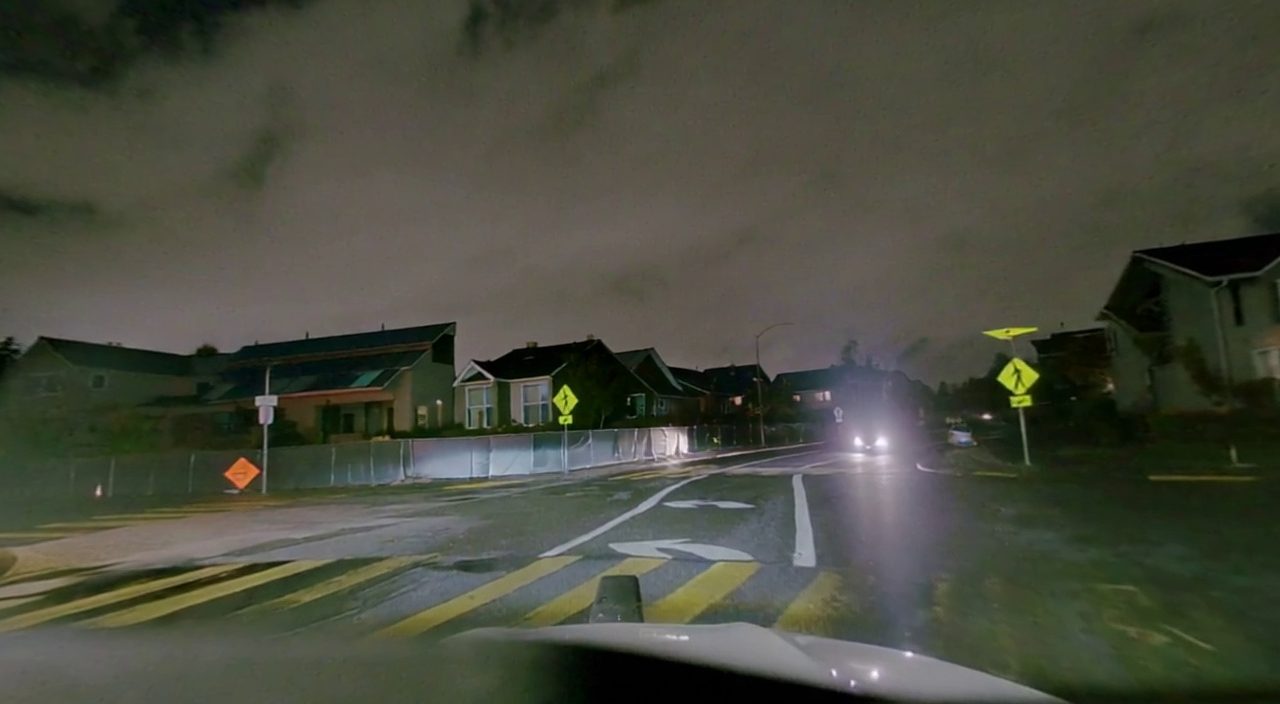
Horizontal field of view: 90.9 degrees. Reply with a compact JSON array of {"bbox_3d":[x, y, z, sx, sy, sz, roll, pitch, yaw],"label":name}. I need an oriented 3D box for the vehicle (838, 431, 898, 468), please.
[{"bbox_3d":[9.771,4.102,26.795,1.966,1.455,4.075,-4,-8,24],"label":"vehicle"}]
